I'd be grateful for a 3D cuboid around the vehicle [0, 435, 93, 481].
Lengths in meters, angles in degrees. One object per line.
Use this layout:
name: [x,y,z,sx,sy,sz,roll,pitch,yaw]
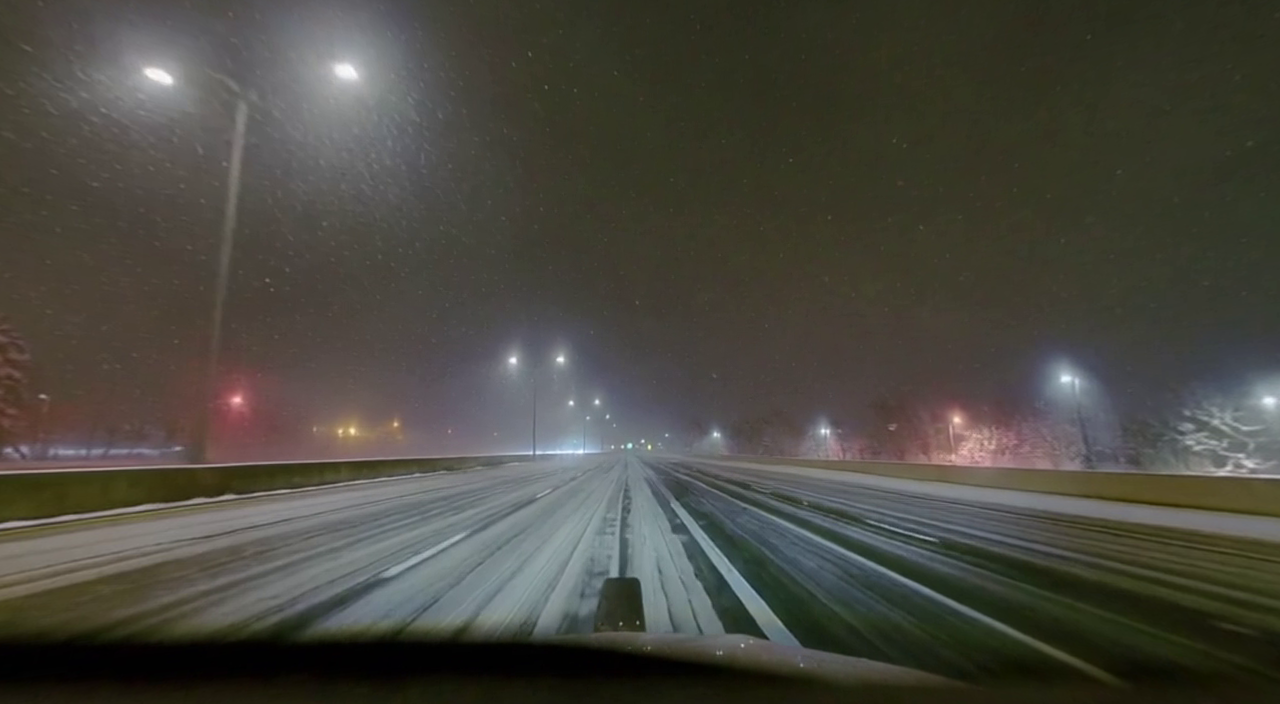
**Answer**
vehicle: [-43.687,7.391,43.879,8.140,3.042,2.933,0,-9,-1]
